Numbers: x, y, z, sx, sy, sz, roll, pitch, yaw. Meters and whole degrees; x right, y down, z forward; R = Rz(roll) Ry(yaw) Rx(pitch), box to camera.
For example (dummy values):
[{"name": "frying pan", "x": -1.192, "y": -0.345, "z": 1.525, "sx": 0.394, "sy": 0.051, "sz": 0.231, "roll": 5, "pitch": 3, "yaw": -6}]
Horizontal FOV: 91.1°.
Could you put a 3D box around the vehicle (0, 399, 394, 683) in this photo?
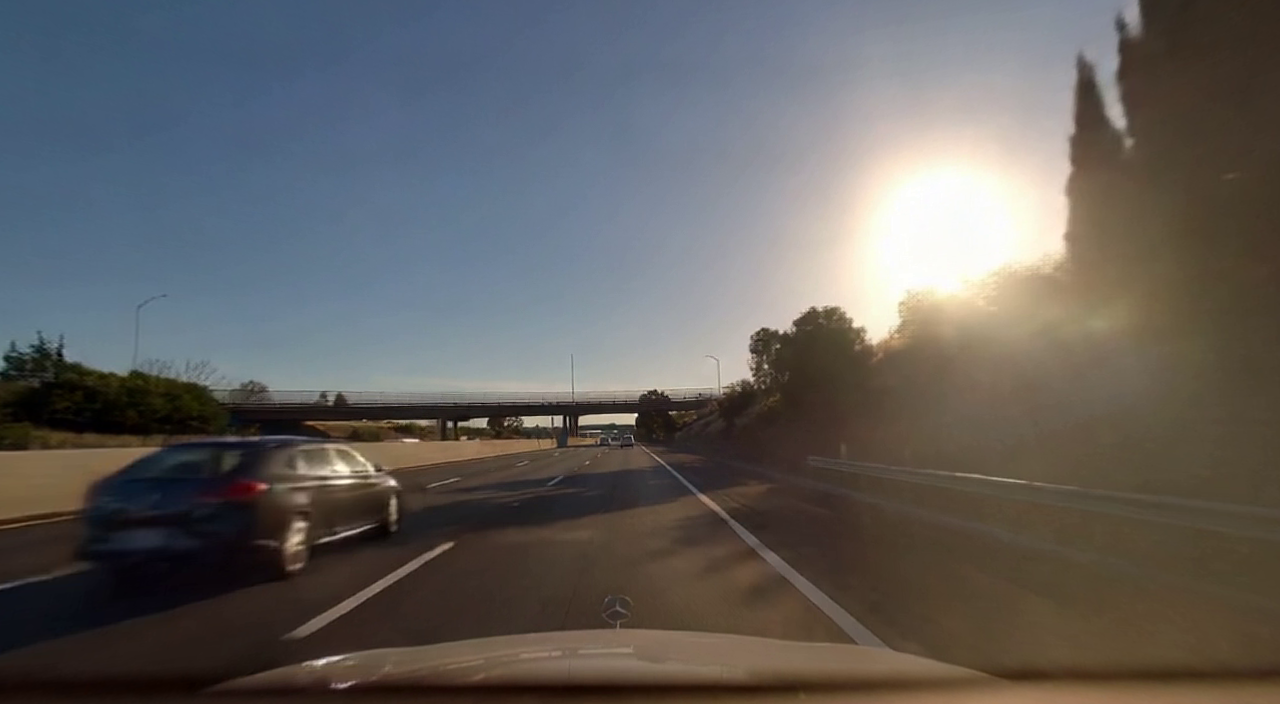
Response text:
[{"name": "vehicle", "x": -4.448, "y": 1.403, "z": 6.083, "sx": 2.129, "sy": 1.588, "sz": 4.980, "roll": 0, "pitch": -8, "yaw": 0}]
